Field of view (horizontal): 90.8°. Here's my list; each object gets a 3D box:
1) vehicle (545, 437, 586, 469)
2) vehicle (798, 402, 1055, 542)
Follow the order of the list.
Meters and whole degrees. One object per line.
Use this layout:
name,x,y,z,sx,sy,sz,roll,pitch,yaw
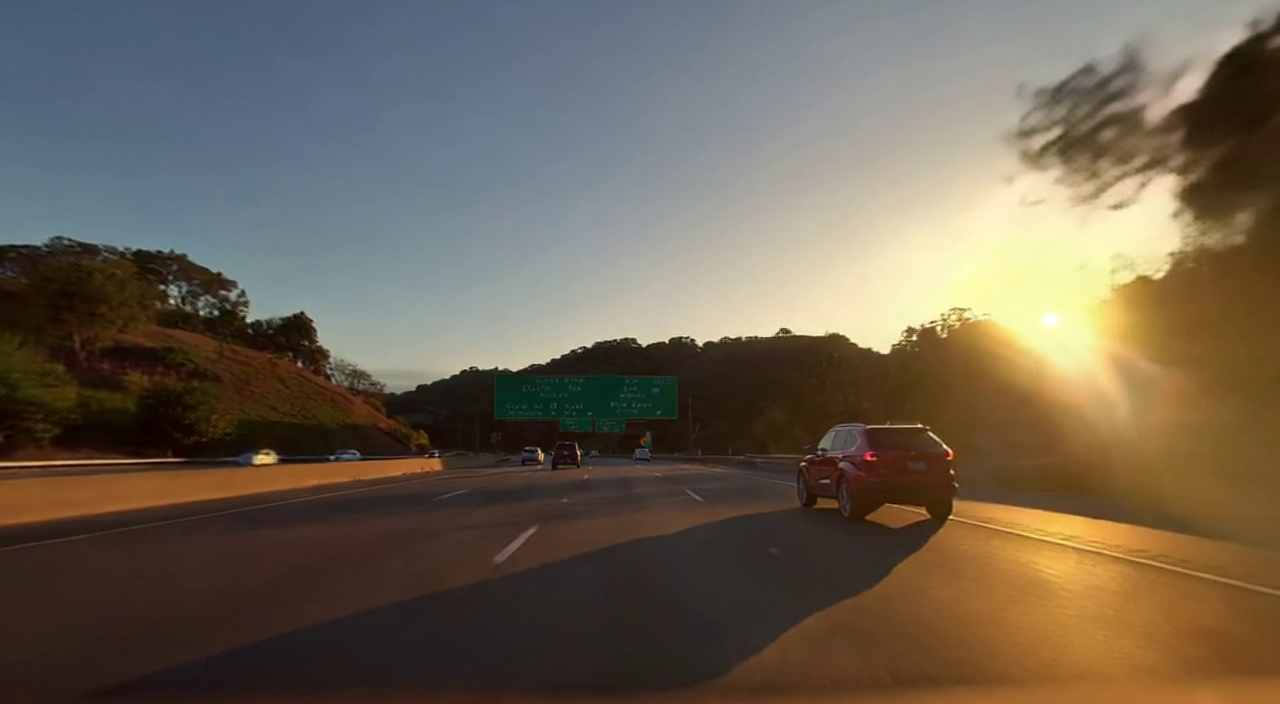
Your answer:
vehicle,-5.348,7.323,45.881,2.537,2.121,5.251,0,-9,-2
vehicle,4.554,2.017,11.158,2.103,1.903,4.837,0,-9,-2
